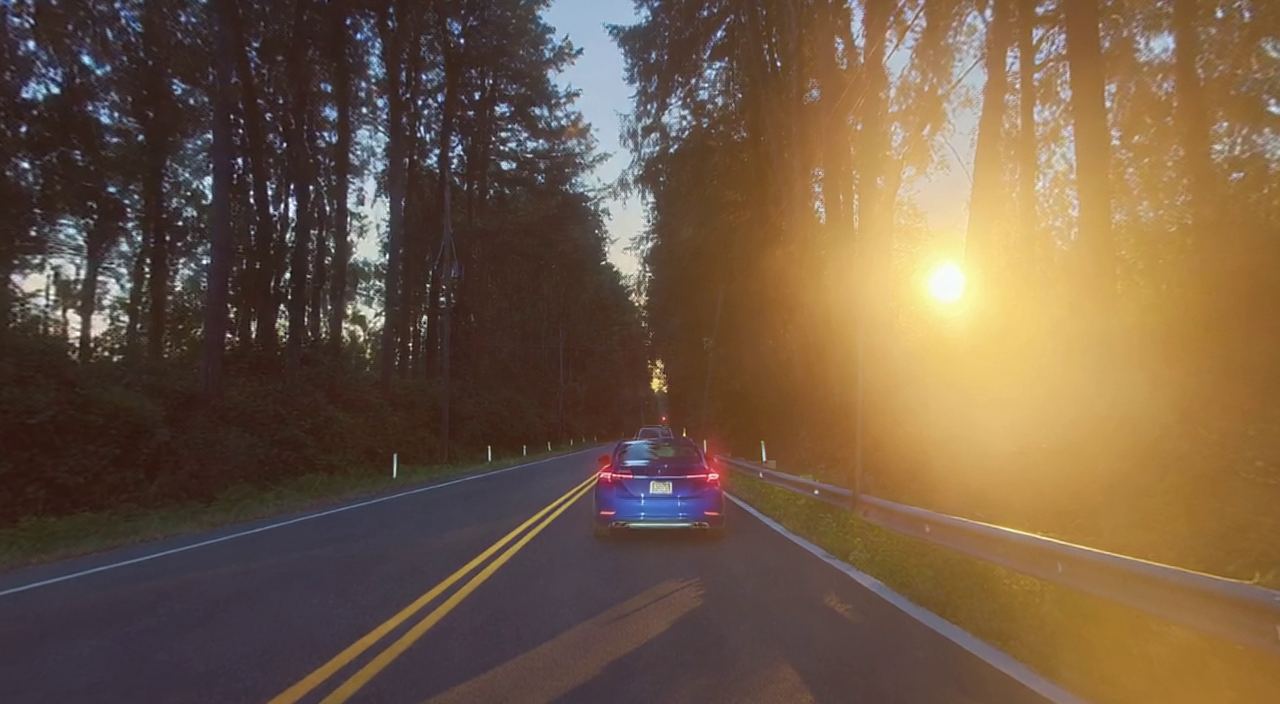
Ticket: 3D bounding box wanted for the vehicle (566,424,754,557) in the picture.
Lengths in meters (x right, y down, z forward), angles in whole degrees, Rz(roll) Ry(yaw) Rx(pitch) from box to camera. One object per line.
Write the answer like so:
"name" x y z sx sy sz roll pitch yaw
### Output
"vehicle" 0.259 1.896 9.282 2.187 1.533 3.726 0 -8 1
